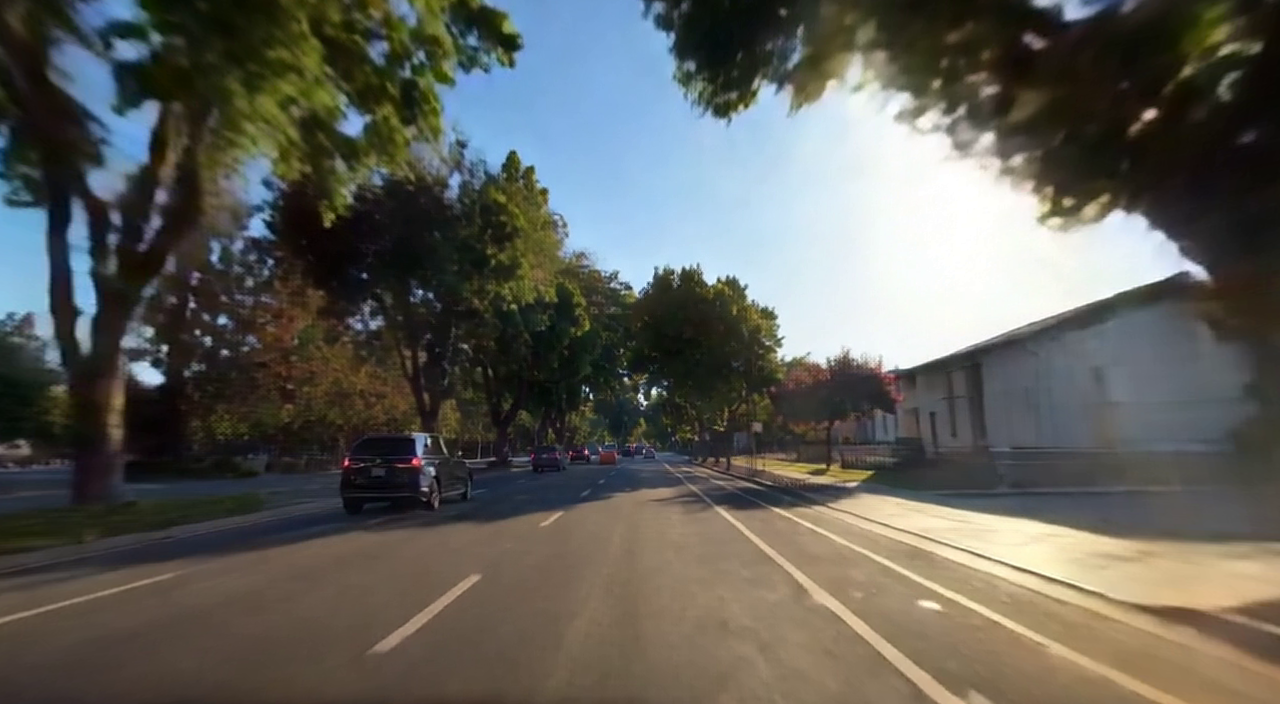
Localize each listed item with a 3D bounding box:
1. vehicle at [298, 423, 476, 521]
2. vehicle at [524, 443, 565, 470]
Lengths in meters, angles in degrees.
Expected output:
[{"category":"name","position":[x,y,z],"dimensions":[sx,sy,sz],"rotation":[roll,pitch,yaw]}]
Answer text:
[{"category":"vehicle","position":[-5.187,2.521,13.712],"dimensions":[2.123,1.761,4.322],"rotation":[0,-9,-1]},{"category":"vehicle","position":[-6.268,6.937,41.938],"dimensions":[1.985,1.708,4.310],"rotation":[0,-9,1]}]
